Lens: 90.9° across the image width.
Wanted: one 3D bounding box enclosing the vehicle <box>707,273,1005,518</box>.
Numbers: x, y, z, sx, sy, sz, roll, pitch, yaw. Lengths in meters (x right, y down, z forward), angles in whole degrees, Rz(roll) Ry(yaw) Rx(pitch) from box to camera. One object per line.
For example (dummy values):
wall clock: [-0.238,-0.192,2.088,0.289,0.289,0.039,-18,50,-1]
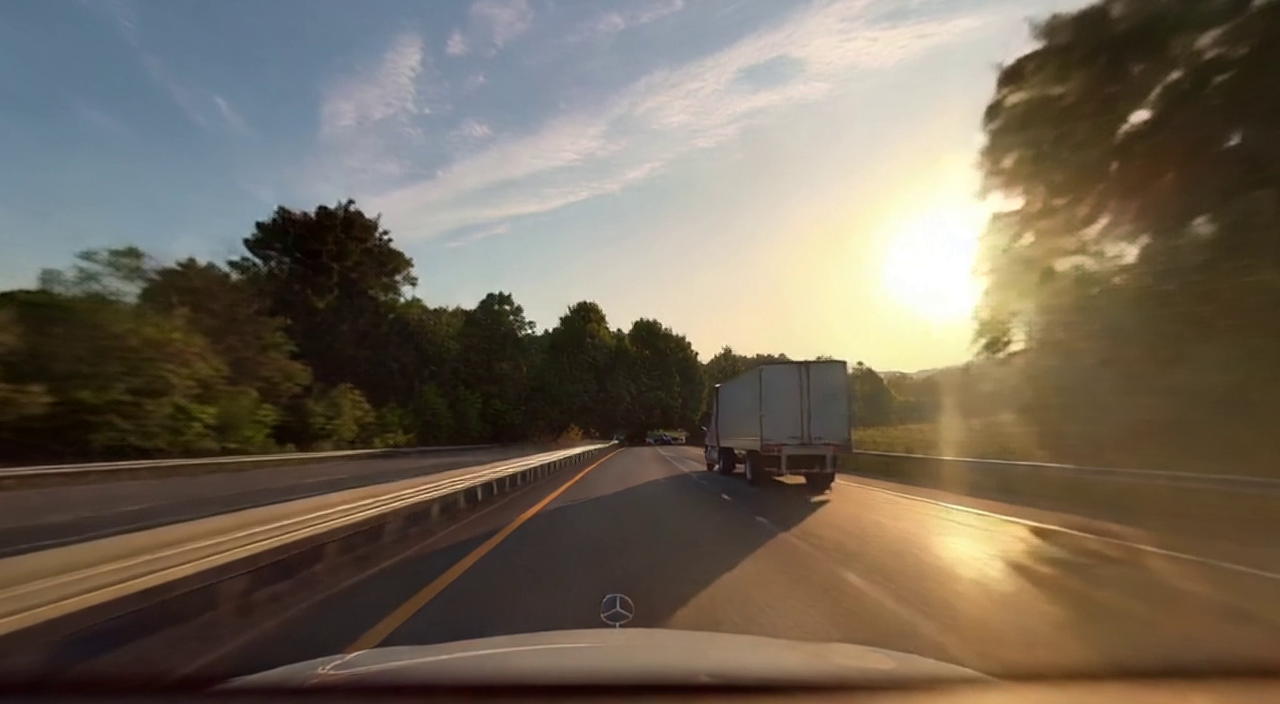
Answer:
vehicle: [4.229,1.566,17.249,2.951,4.007,13.976,0,-7,-1]
